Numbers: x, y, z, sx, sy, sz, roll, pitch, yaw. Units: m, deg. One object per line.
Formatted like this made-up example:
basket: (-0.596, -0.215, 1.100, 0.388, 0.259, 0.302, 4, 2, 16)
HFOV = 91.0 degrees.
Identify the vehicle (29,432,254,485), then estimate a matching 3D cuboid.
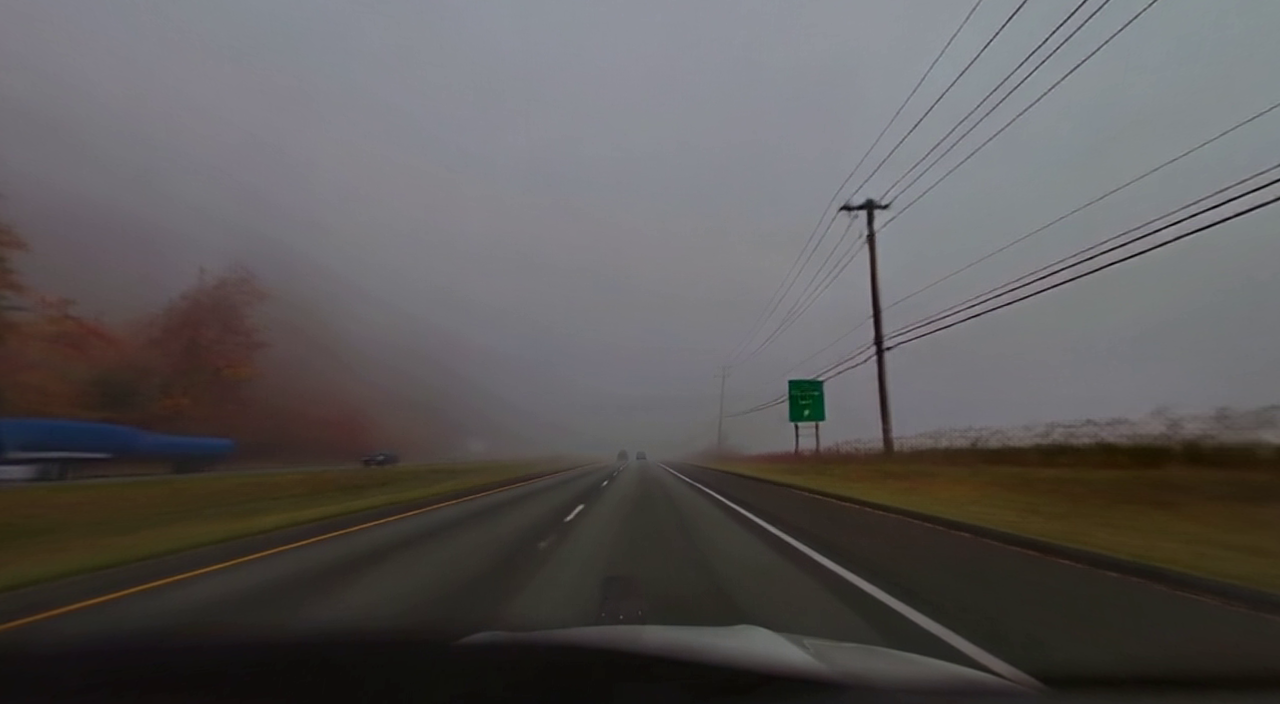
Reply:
vehicle: (-31.944, 6.991, 42.052, 2.766, 2.849, 15.052, 0, -9, 1)

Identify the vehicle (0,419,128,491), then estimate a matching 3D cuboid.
vehicle: (-31.994, 5.353, 33.001, 3.034, 3.377, 8.451, 0, -9, 0)
